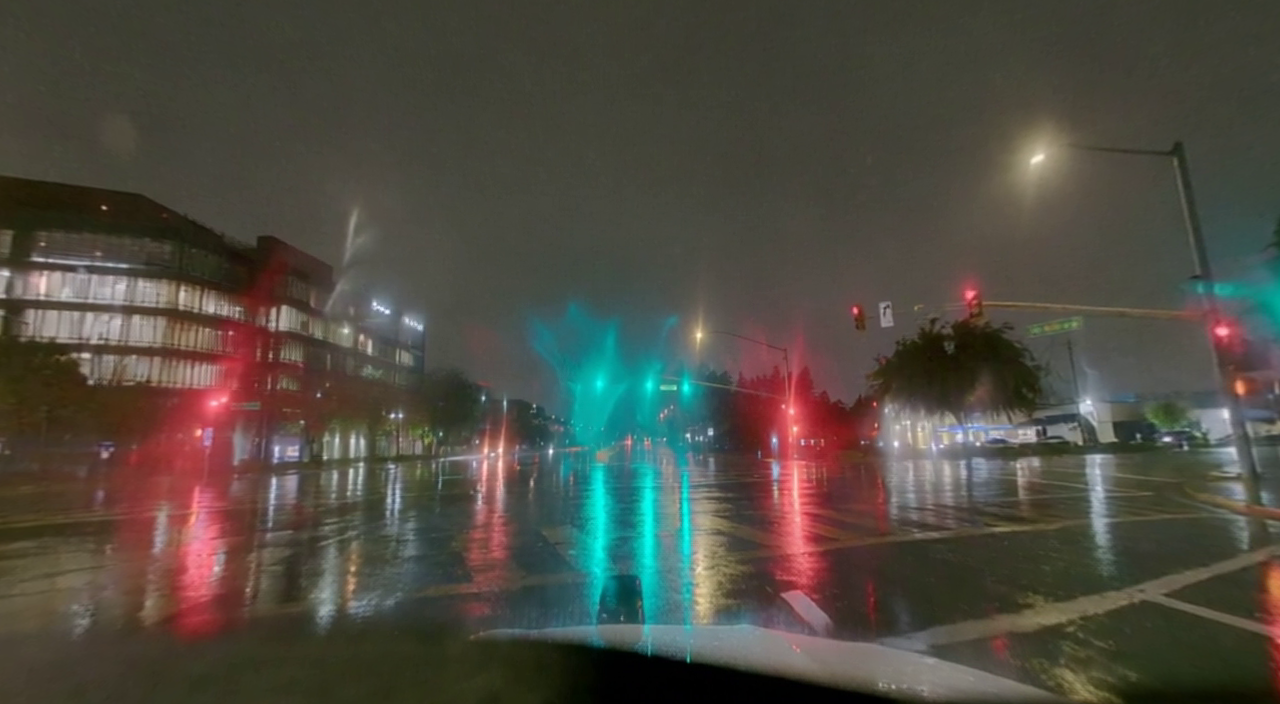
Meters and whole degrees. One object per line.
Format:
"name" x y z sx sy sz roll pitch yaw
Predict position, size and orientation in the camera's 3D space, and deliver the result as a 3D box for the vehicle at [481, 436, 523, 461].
"vehicle" -9.727 6.826 44.861 1.988 1.692 4.412 0 -8 0
